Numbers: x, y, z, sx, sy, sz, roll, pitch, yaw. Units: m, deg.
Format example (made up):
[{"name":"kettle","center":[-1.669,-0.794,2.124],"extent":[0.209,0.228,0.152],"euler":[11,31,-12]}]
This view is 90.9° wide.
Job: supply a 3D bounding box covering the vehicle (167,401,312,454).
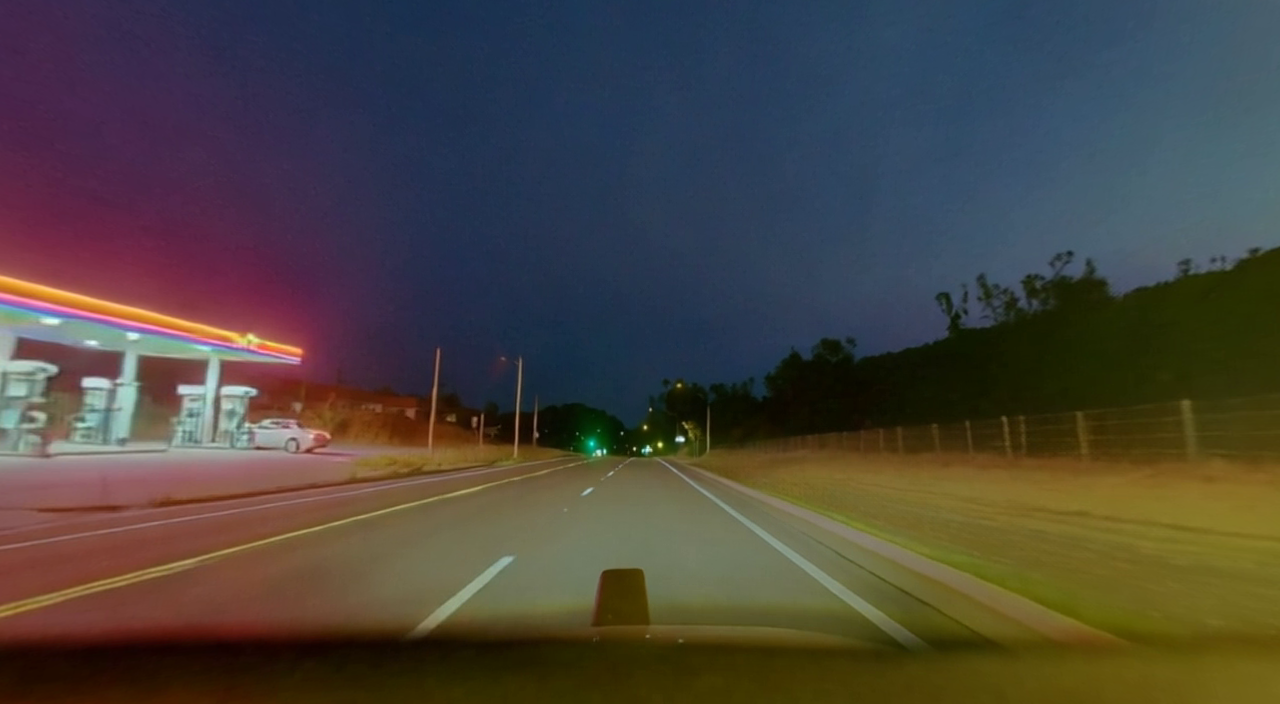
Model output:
[{"name":"vehicle","center":[-22.587,4.230,35.685],"extent":[6.311,2.571,3.118],"euler":[1,-6,12]}]
